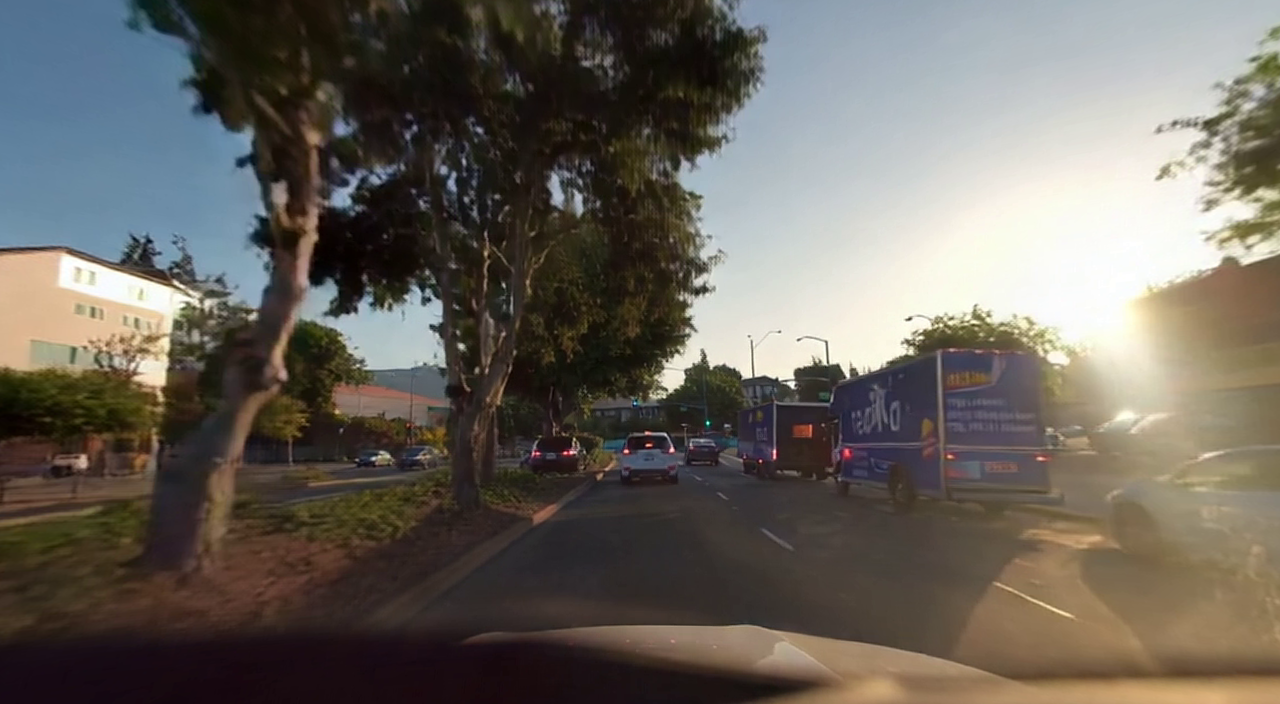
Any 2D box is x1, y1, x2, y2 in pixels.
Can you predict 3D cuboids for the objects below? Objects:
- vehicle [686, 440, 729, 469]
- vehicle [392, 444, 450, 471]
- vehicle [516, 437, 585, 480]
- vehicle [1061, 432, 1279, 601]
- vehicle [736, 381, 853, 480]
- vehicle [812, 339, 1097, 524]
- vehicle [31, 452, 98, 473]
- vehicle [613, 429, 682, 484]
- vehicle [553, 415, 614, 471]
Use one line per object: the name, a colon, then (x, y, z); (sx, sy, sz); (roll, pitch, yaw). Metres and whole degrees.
vehicle: (3.747, 5.771, 35.725); (2.075, 1.540, 4.411); (-1, -9, 1)
vehicle: (-13.636, 6.563, 39.504); (1.928, 1.497, 4.446); (-1, -7, 2)
vehicle: (-3.373, 4.107, 24.588); (2.008, 1.500, 4.369); (-1, -9, 1)
vehicle: (6.625, 1.529, 6.126); (1.980, 1.473, 4.537); (-1, -9, 1)
vehicle: (6.950, 3.928, 30.347); (2.816, 3.804, 10.315); (-3, -9, 0)
vehicle: (6.784, 2.010, 15.481); (2.891, 3.361, 7.843); (0, -9, 0)
vehicle: (-41.422, 7.937, 45.484); (1.795, 1.416, 4.294); (2, -9, -16)
vehicle: (0.276, 3.640, 22.151); (2.209, 1.718, 4.008); (-1, -9, 1)
vehicle: (-3.009, 5.150, 35.610); (2.715, 2.791, 7.171); (-1, -9, 1)
